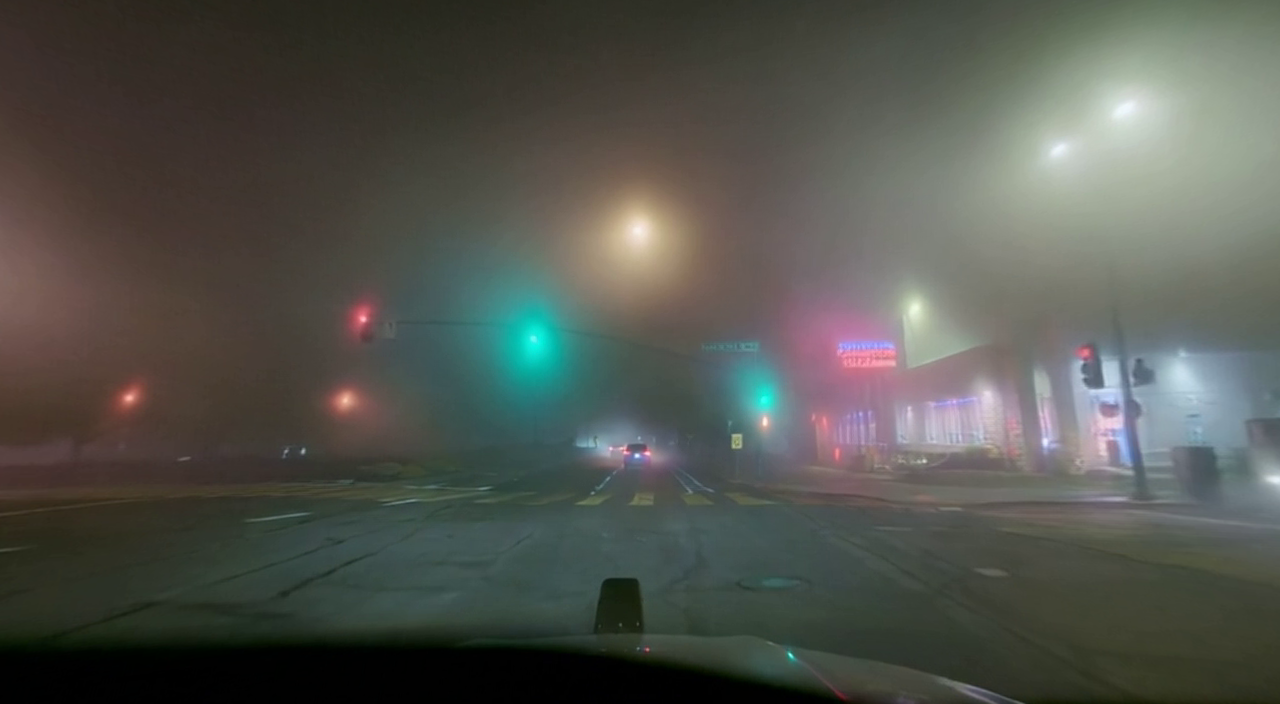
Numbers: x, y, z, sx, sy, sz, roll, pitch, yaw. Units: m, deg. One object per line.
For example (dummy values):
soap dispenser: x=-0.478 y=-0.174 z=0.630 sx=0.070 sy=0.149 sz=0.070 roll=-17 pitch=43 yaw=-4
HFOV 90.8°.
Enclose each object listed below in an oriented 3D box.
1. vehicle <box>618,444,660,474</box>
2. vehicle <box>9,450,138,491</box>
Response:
vehicle: x=-0.030 y=5.632 z=33.460 sx=2.115 sy=1.461 sz=3.976 roll=0 pitch=-8 yaw=1
vehicle: x=-26.935 y=5.612 z=30.279 sx=1.969 sy=1.693 sz=4.461 roll=-1 pitch=-8 yaw=1
